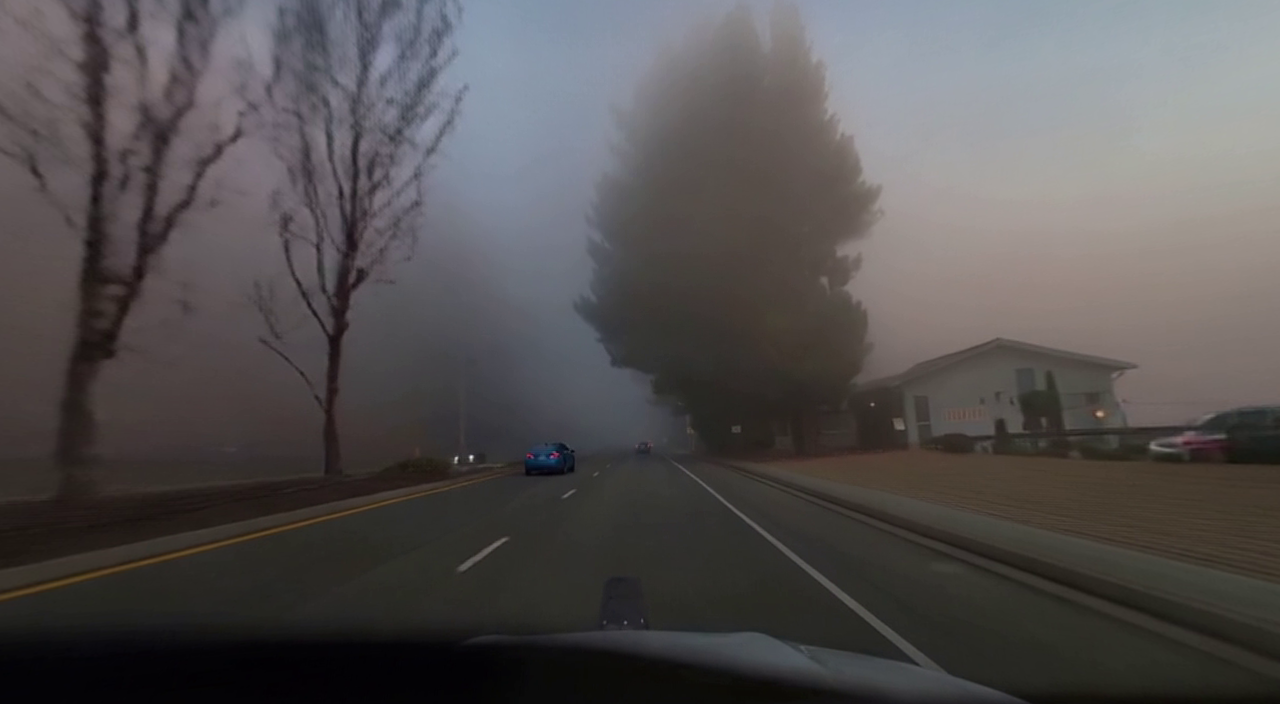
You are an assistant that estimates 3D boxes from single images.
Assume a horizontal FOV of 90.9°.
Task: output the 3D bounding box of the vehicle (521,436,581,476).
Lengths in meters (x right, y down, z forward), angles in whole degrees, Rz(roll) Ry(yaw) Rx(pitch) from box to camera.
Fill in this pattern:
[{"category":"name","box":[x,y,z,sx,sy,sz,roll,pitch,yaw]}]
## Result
[{"category":"vehicle","box":[-3.871,4.583,28.108,1.914,1.630,4.351,0,-8,1]}]
